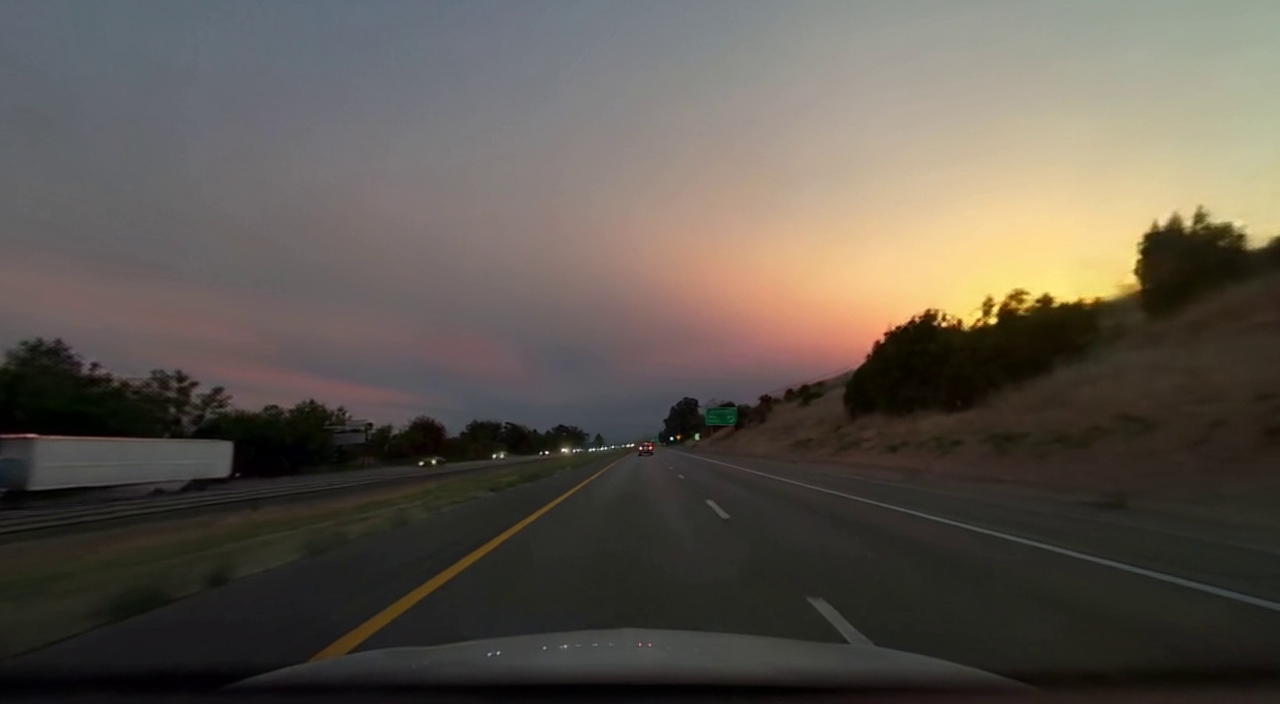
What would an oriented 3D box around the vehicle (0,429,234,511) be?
[{"bbox_3d":[-33.087,7.244,40.605,2.894,4.165,16.340,0,-8,0],"label":"vehicle"}]
